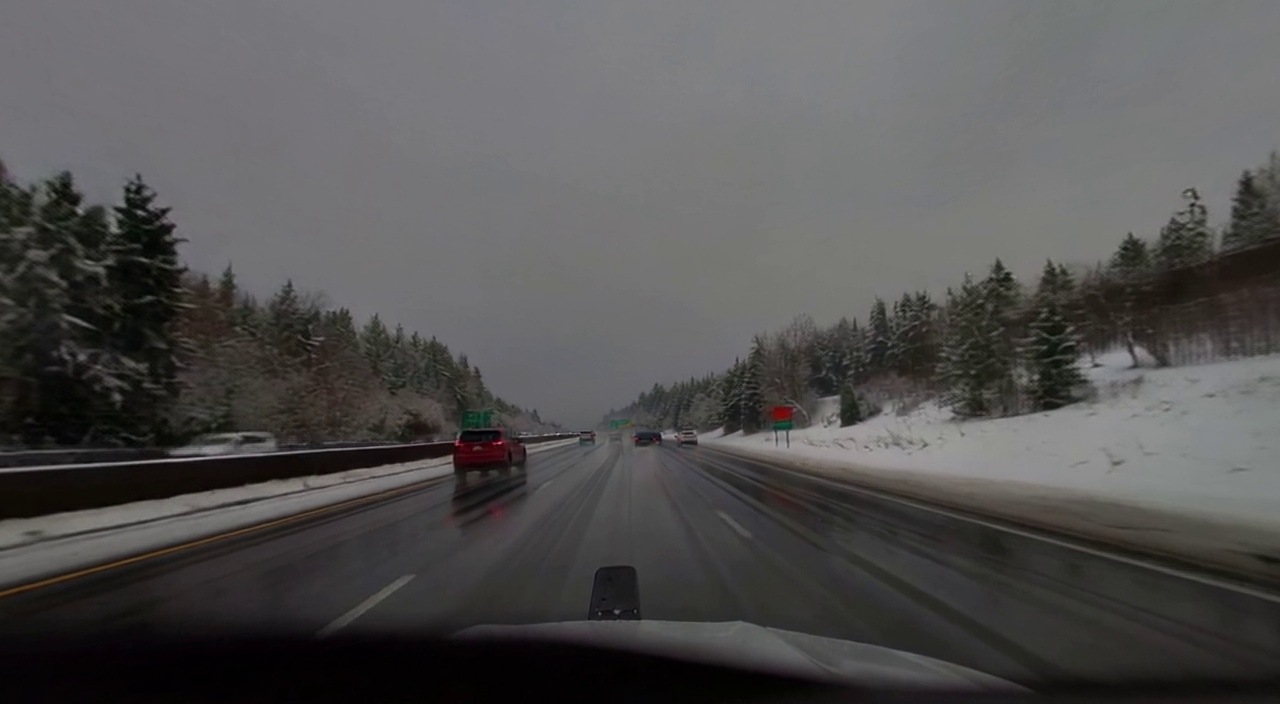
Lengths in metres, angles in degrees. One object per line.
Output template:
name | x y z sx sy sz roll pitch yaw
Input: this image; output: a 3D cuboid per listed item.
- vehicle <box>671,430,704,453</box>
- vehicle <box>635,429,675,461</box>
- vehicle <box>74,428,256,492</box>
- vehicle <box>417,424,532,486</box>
vehicle | 3.302 6.275 44.329 1.841 1.491 3.869 0 -8 -2
vehicle | 0.740 4.621 31.450 1.869 1.466 3.356 0 -8 1
vehicle | -12.973 2.993 17.631 1.860 1.562 4.130 0 -9 -1
vehicle | -4.515 2.863 18.046 2.023 1.512 4.804 0 -8 0
